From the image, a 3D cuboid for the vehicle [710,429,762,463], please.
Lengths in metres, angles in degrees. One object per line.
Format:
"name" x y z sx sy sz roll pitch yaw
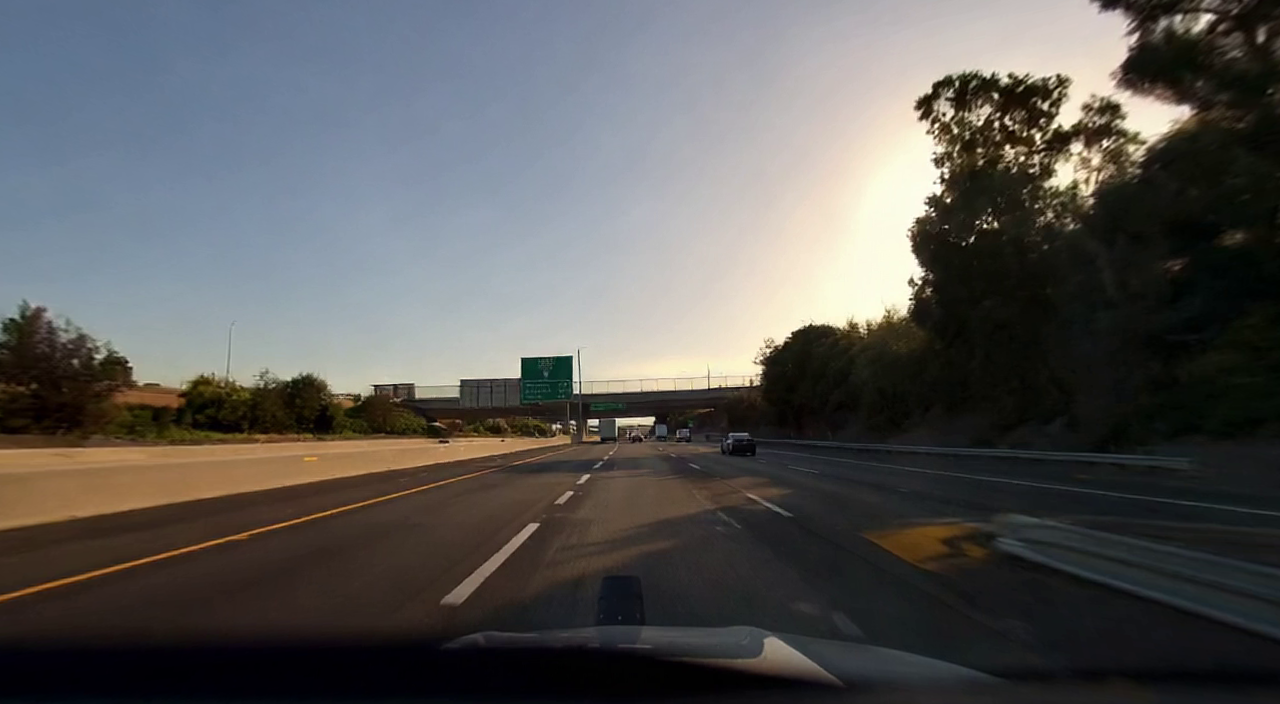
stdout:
"vehicle" 4.613 4.560 30.710 1.802 1.492 3.804 0 -8 -2
